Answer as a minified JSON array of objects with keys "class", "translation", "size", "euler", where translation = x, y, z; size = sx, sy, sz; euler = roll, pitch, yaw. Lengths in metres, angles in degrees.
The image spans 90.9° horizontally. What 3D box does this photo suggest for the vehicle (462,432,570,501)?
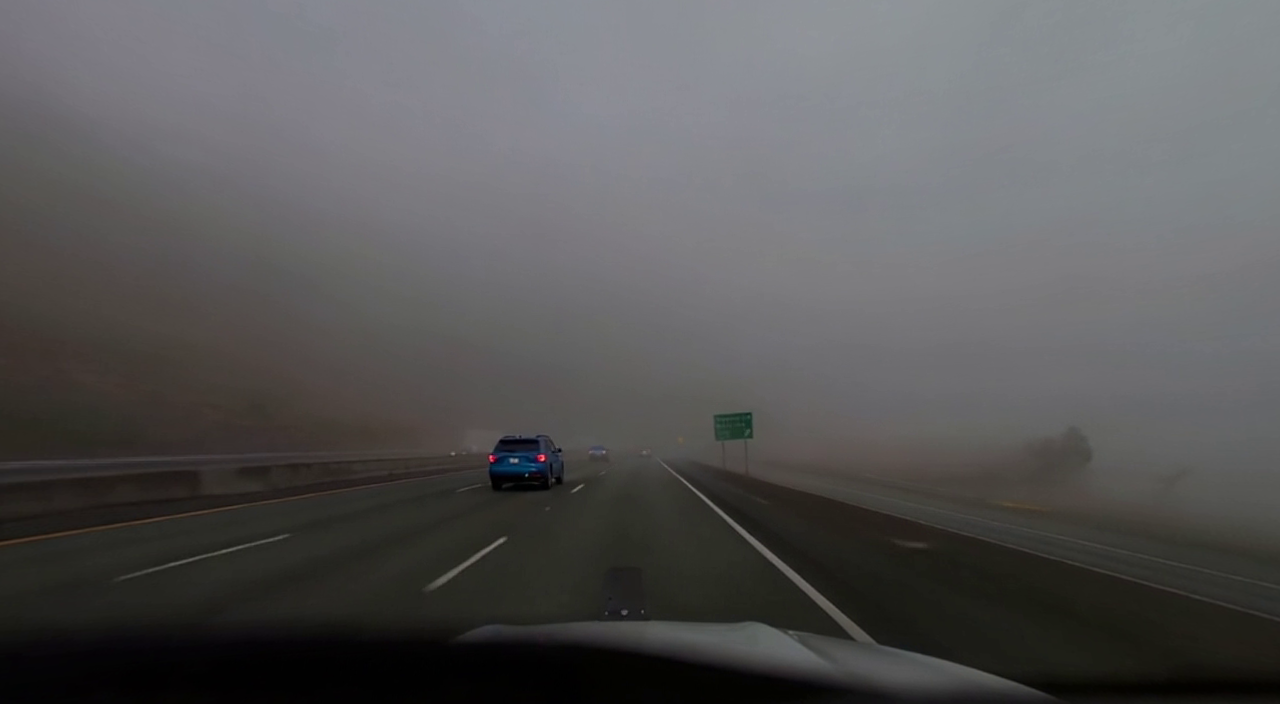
[{"class":"vehicle","translation":[-3.405,3.232,18.280],"size":[2.138,1.718,4.415],"euler":[-1,-8,1]}]
